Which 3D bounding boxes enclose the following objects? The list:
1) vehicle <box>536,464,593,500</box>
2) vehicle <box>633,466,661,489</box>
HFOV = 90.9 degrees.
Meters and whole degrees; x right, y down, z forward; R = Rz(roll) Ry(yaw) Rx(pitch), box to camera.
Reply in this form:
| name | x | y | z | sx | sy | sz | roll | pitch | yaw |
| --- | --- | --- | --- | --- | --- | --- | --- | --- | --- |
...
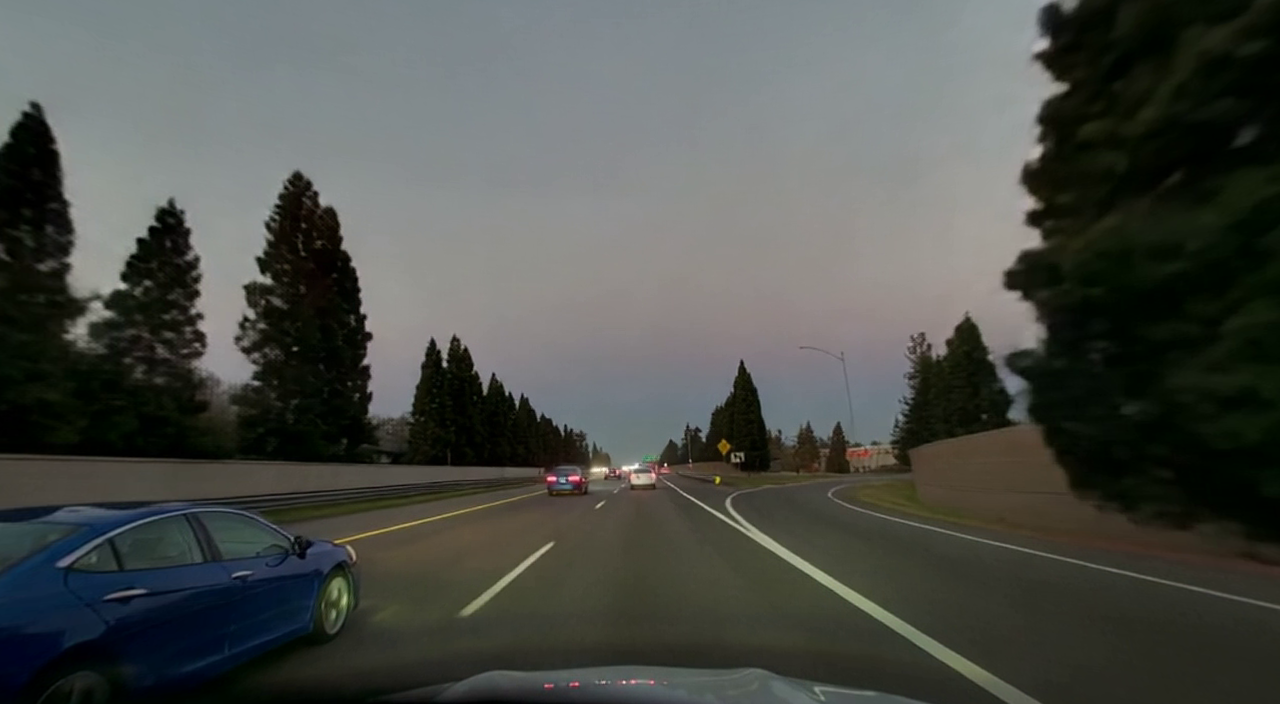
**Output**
| name | x | y | z | sx | sy | sz | roll | pitch | yaw |
| --- | --- | --- | --- | --- | --- | --- | --- | --- | --- |
| vehicle | -3.442 | 6.076 | 29.557 | 2.047 | 1.523 | 4.279 | 1 | -11 | 1 |
| vehicle | 0.524 | 9.552 | 47.953 | 2.065 | 1.596 | 3.869 | 1 | -11 | 0 |
